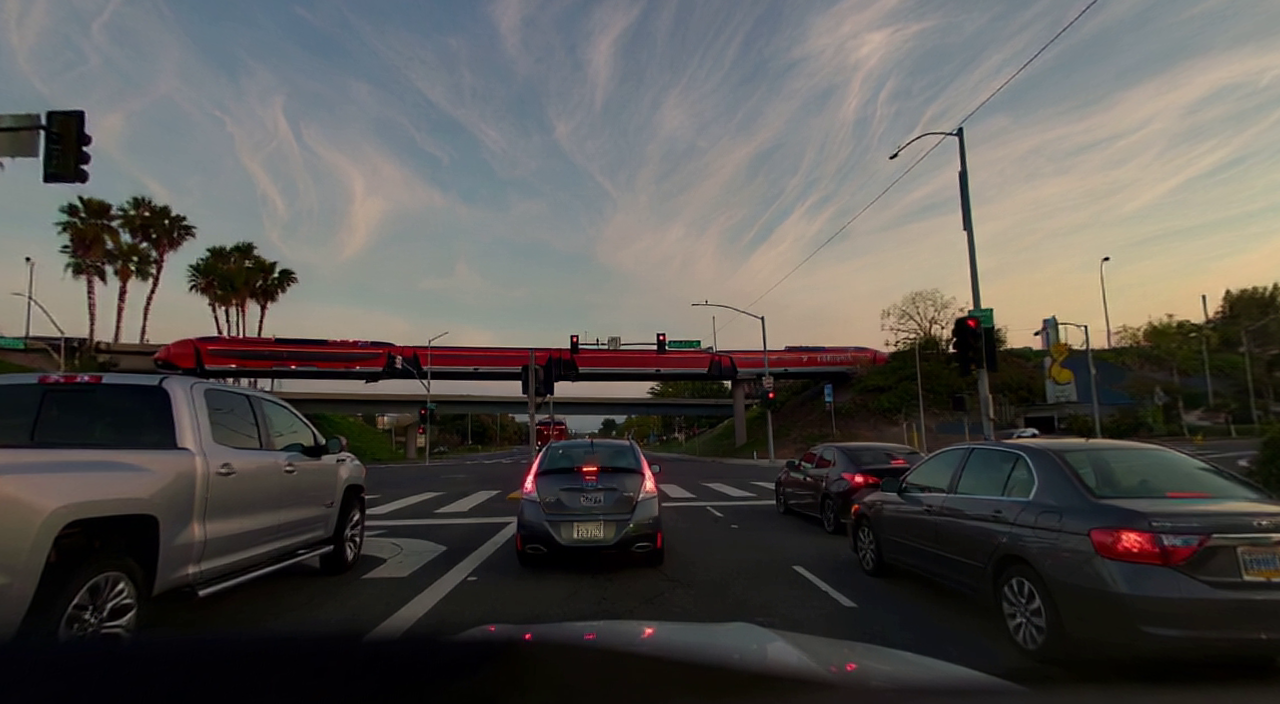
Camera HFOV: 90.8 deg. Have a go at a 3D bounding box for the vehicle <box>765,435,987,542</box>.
[{"bbox_3d":[3.696,2.214,10.958,1.965,1.448,4.486,0,-9,-2],"label":"vehicle"}]

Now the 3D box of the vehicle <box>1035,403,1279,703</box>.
[{"bbox_3d":[3.885,0.890,2.192,2.052,1.496,4.541,0,-9,0],"label":"vehicle"}]

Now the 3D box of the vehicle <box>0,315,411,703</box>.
[{"bbox_3d":[-3.827,1.112,4.947,2.078,1.838,5.448,0,-9,-1],"label":"vehicle"}]

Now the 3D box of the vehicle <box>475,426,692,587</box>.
[{"bbox_3d":[-0.634,1.762,8.065,2.035,1.491,4.090,0,-9,-3],"label":"vehicle"}]

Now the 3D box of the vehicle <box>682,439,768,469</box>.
[{"bbox_3d":[4.197,5.139,31.976,1.878,1.428,4.416,5,-10,-32],"label":"vehicle"}]
